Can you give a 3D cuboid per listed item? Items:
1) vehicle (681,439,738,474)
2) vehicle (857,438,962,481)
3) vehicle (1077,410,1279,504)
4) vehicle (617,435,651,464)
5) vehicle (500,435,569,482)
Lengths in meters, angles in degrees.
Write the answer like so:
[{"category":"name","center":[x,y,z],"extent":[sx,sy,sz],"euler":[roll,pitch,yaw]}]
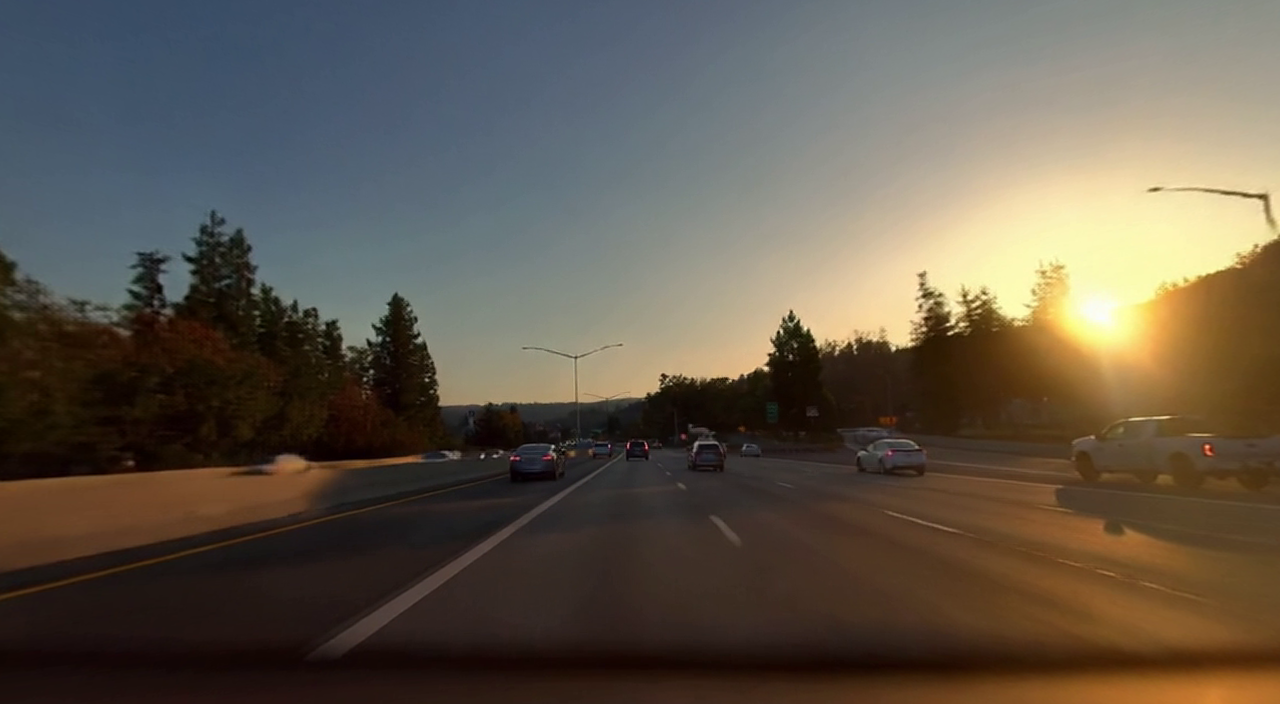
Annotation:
[{"category":"vehicle","center":[3.121,4.768,29.136],"extent":[2.007,1.469,4.337],"euler":[0,-8,-1]},{"category":"vehicle","center":[9.496,3.815,22.662],"extent":[1.910,1.384,3.867],"euler":[1,-8,-3]},{"category":"vehicle","center":[12.956,2.376,14.665],"extent":[2.076,1.799,4.871],"euler":[0,-8,-1]},{"category":"vehicle","center":[-0.386,6.615,42.905],"extent":[2.192,1.813,4.864],"euler":[0,-8,0]},{"category":"vehicle","center":[-4.020,4.120,24.740],"extent":[1.992,1.651,4.185],"euler":[0,-8,0]}]
